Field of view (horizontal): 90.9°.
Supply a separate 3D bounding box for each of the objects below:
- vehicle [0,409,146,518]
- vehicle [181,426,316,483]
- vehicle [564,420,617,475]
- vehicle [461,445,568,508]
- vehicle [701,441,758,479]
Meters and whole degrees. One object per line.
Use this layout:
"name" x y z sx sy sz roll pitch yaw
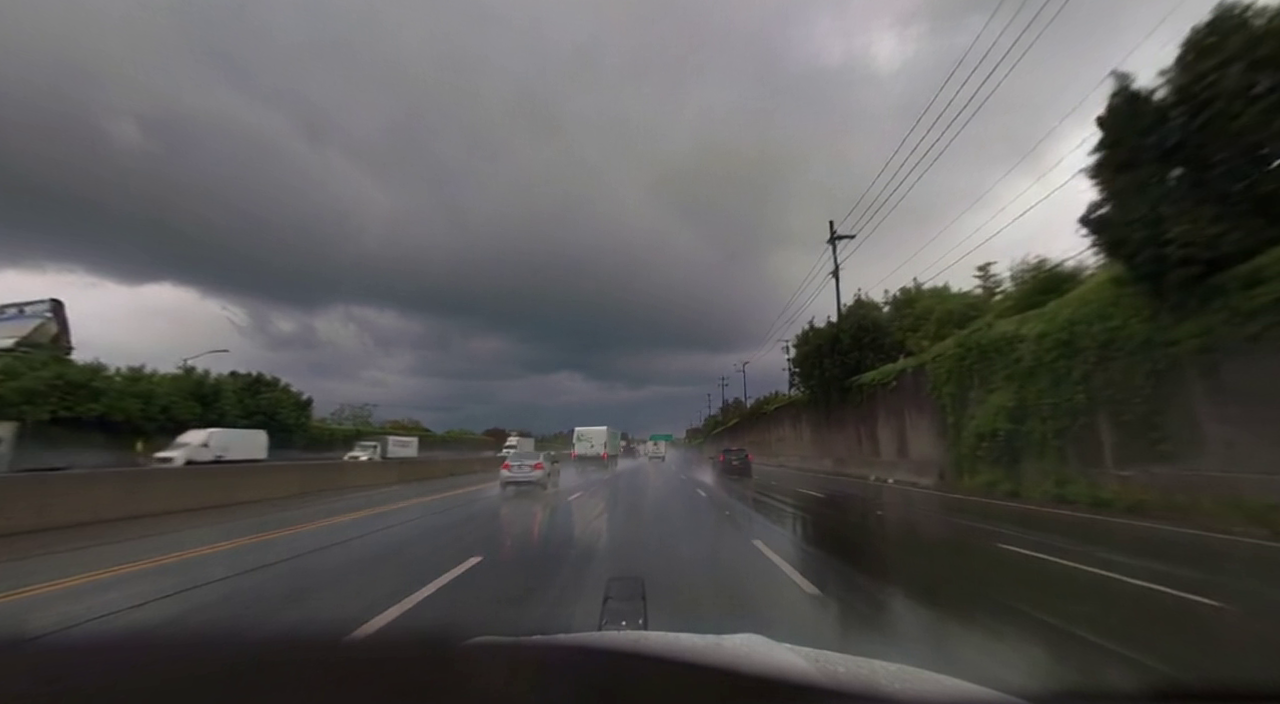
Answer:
"vehicle" -15.567 2.602 14.772 2.430 2.421 6.683 0 -9 1
"vehicle" -19.440 5.147 31.883 2.216 2.563 6.917 0 -9 1
"vehicle" -3.028 6.146 40.487 2.632 3.153 6.879 0 -9 1
"vehicle" -3.229 3.294 17.117 2.004 1.498 4.043 0 -9 1
"vehicle" 4.533 5.542 32.670 2.214 1.799 4.627 0 -9 -1
